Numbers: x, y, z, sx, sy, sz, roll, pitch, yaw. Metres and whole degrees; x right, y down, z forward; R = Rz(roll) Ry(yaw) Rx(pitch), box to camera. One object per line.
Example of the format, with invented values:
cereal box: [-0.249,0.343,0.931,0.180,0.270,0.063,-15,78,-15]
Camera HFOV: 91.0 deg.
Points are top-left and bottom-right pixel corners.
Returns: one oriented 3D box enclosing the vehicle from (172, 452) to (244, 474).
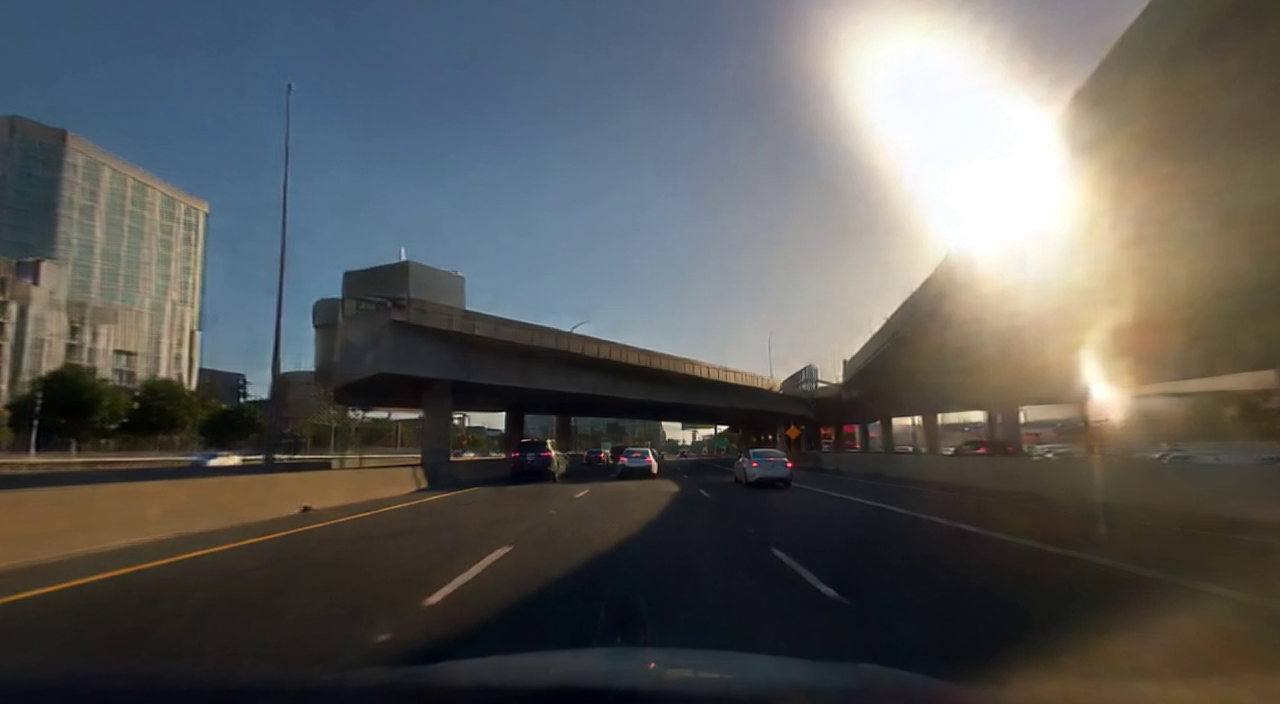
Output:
vehicle: [-32.503,8.345,47.541,1.808,1.518,4.830,-2,-9,3]

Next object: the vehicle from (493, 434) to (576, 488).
vehicle: [-3.841,4.076,23.859,2.142,1.819,4.648,0,-9,3]

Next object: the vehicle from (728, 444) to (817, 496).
vehicle: [4.128,3.735,20.371,1.974,1.490,3.994,0,-9,-1]

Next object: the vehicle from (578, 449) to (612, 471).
vehicle: [-3.152,7.637,44.704,1.868,1.431,4.055,0,-9,3]

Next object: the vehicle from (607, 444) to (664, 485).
vehicle: [-0.131,4.479,25.399,2.089,1.493,3.964,0,-9,1]
